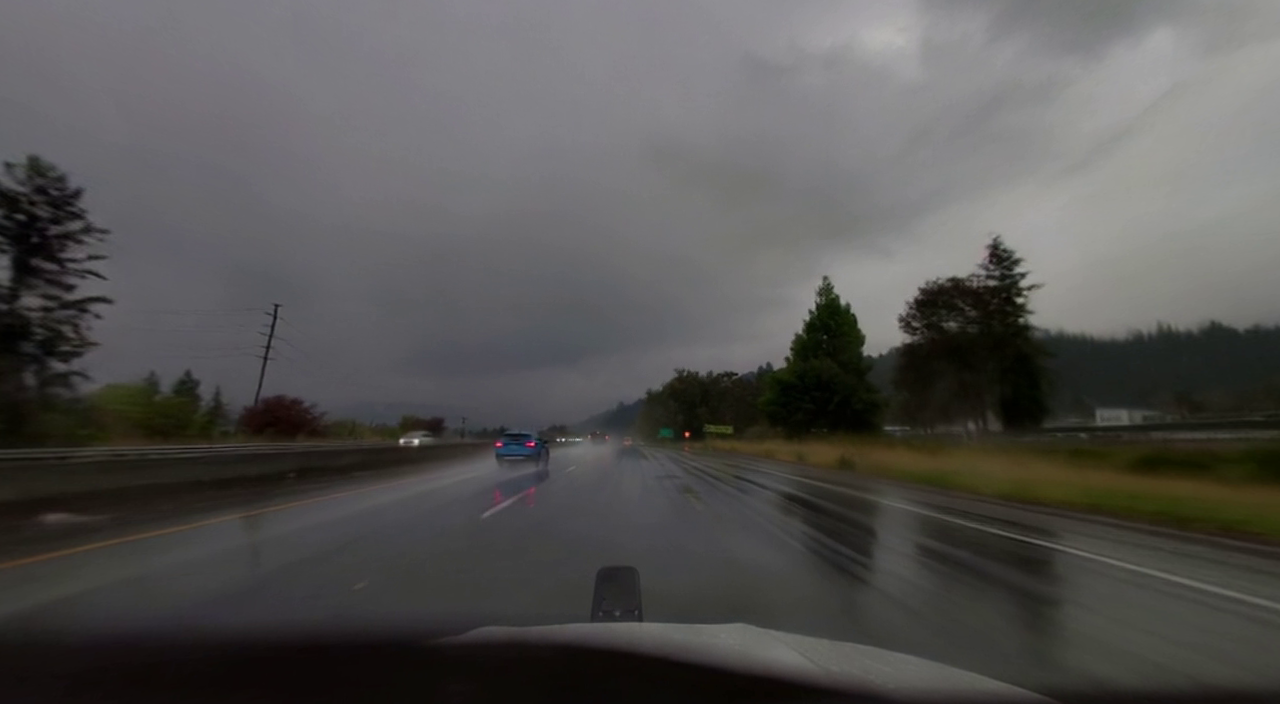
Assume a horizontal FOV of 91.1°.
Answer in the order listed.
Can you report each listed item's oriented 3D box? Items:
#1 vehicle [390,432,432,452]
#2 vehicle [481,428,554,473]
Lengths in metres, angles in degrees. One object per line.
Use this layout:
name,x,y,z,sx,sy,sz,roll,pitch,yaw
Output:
vehicle,-17.592,6.910,48.513,1.840,1.483,3.848,0,-8,-1
vehicle,-4.799,3.910,25.343,2.070,1.647,4.577,0,-8,-1
